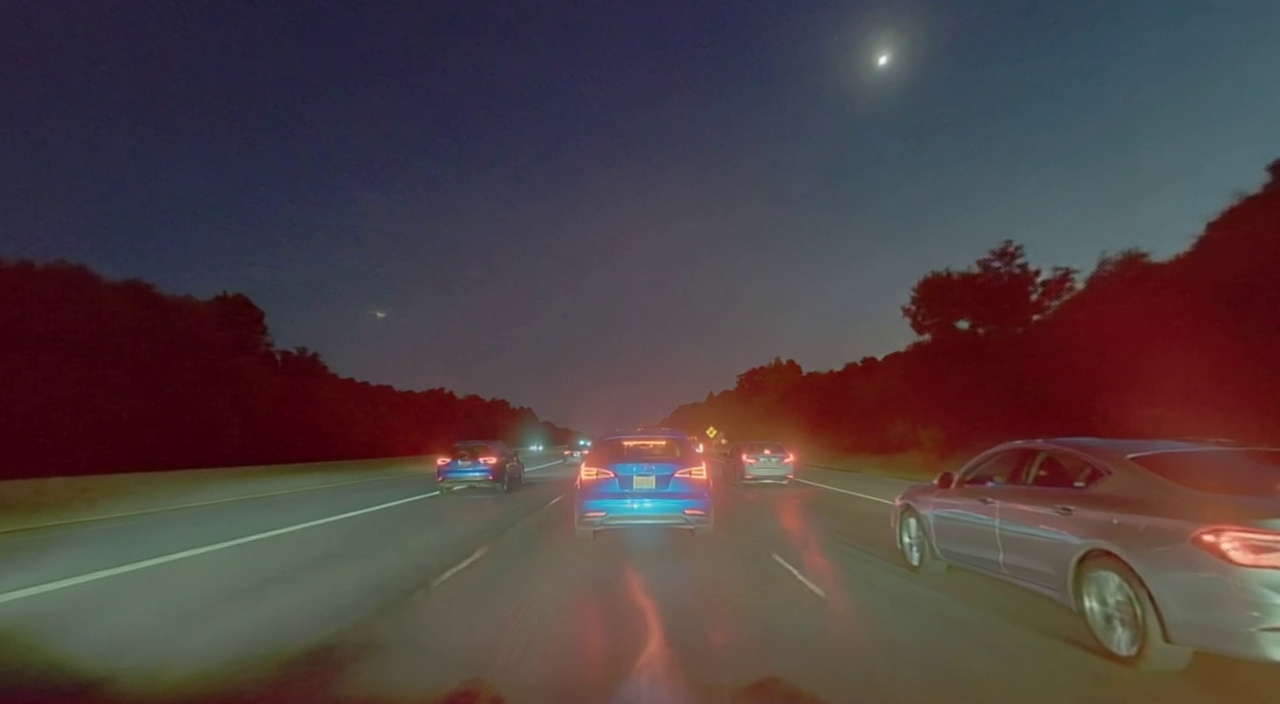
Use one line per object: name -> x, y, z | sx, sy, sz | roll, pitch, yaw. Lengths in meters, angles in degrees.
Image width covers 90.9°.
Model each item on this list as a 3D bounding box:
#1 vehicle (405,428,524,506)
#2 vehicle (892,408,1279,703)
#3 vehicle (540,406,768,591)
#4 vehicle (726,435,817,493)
vehicle -> -4.240, 2.860, 15.935 | 1.890, 1.708, 3.844 | 0, -9, 0
vehicle -> 3.695, 1.230, 4.405 | 1.953, 1.434, 4.511 | 0, -9, -1
vehicle -> 0.099, 1.649, 7.800 | 2.093, 1.695, 3.782 | 0, -9, -1
vehicle -> 3.910, 3.411, 19.424 | 1.905, 1.590, 3.746 | 0, -9, -2
